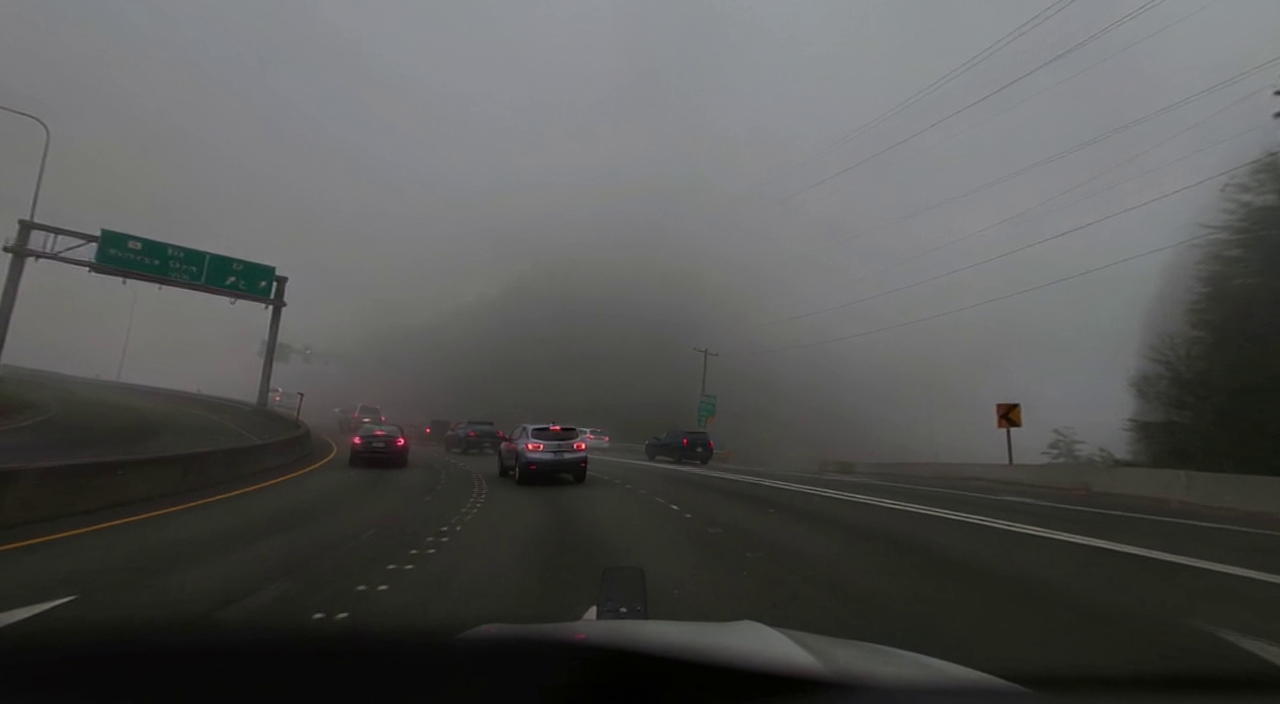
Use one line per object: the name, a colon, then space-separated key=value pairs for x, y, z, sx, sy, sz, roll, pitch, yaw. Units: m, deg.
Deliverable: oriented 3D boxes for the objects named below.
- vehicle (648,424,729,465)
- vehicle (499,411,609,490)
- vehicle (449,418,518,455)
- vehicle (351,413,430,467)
vehicle: x=2.233 y=4.471 z=30.560 sx=2.079 sy=1.807 sz=4.682 roll=3 pitch=-9 yaw=-21
vehicle: x=-2.354 y=2.493 z=16.150 sx=2.140 sy=1.724 sz=4.304 roll=2 pitch=-9 yaw=-16
vehicle: x=-6.980 y=3.754 z=27.809 sx=1.832 sy=1.473 sz=4.364 roll=4 pitch=-9 yaw=-28
vehicle: x=-7.907 y=2.820 z=20.182 sx=2.033 sy=1.501 sz=4.623 roll=3 pitch=-9 yaw=-20
